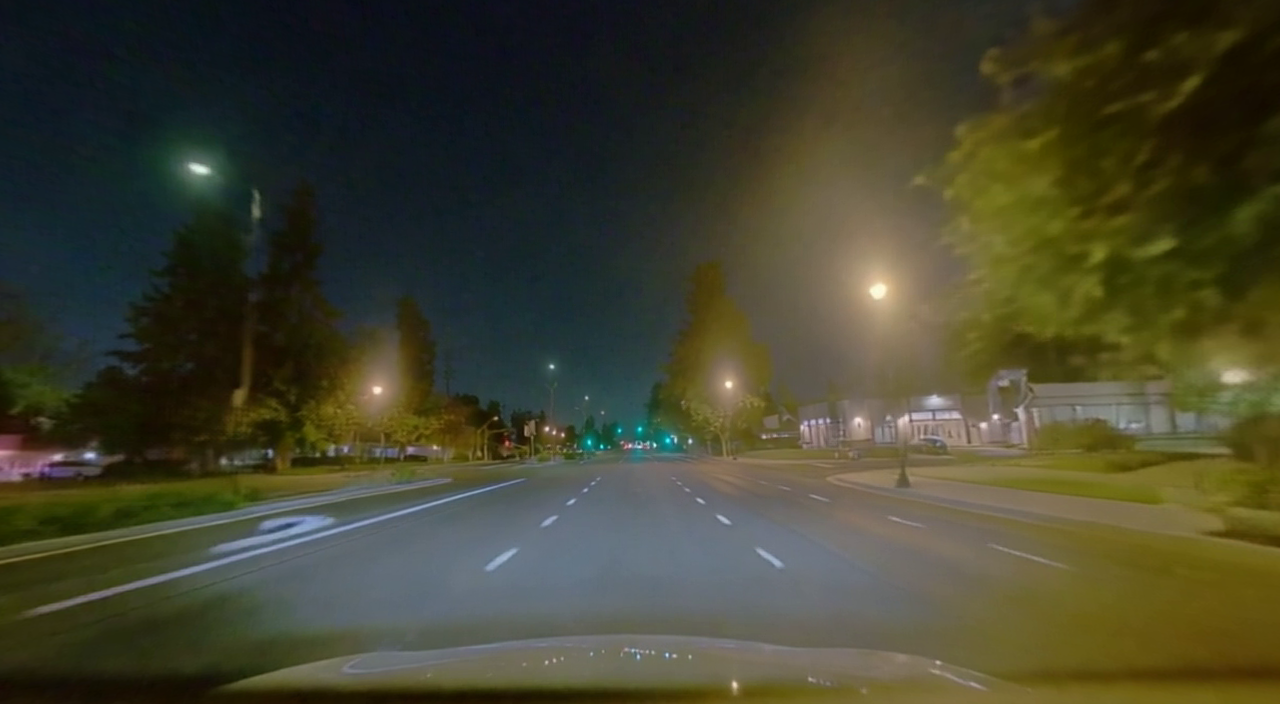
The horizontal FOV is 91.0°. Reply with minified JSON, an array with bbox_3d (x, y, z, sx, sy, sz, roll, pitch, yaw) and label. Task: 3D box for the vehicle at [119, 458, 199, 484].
[{"bbox_3d":[-36.031,8.956,47.220,4.515,1.593,1.827,-3,-10,-2],"label":"vehicle"}]
